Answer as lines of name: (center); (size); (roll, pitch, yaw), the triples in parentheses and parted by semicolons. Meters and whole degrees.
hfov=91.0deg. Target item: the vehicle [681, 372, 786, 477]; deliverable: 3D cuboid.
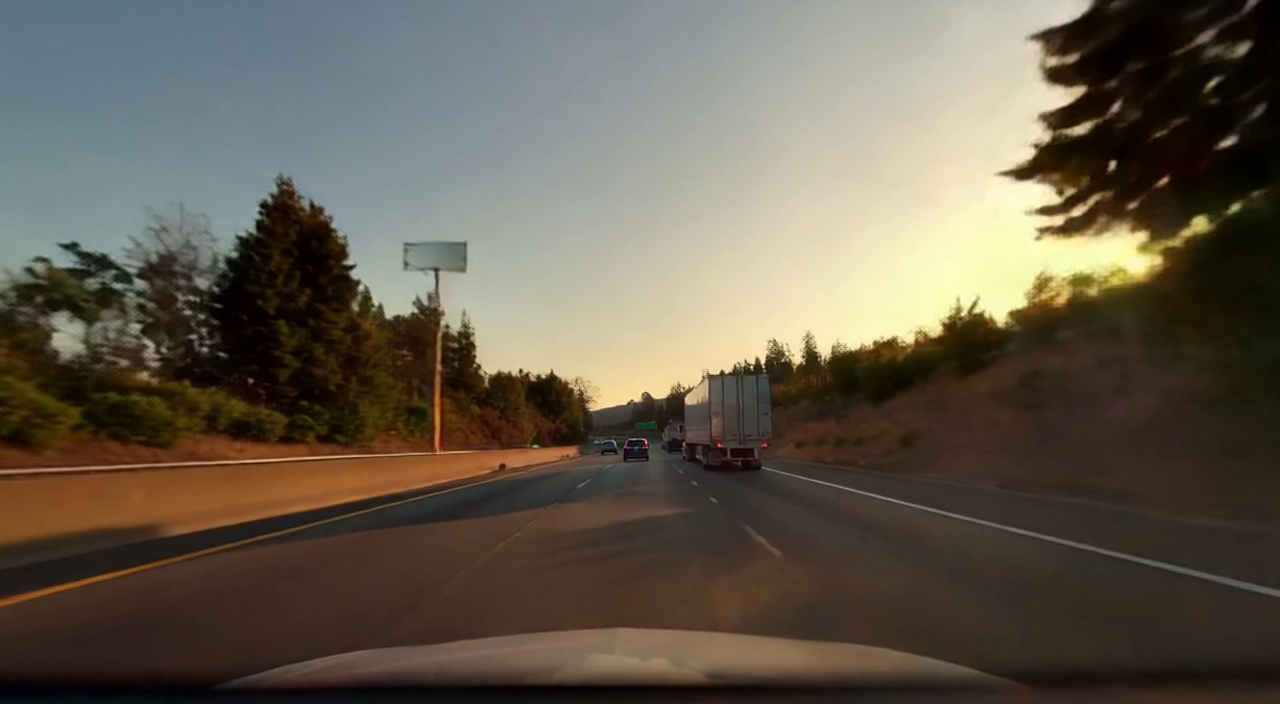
vehicle: (4.156, 3.890, 32.108); (3.005, 4.121, 14.417); (0, -8, -1)

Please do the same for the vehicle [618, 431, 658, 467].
vehicle: (-0.111, 5.651, 36.879); (2.211, 1.933, 4.315); (-1, -8, 0)
